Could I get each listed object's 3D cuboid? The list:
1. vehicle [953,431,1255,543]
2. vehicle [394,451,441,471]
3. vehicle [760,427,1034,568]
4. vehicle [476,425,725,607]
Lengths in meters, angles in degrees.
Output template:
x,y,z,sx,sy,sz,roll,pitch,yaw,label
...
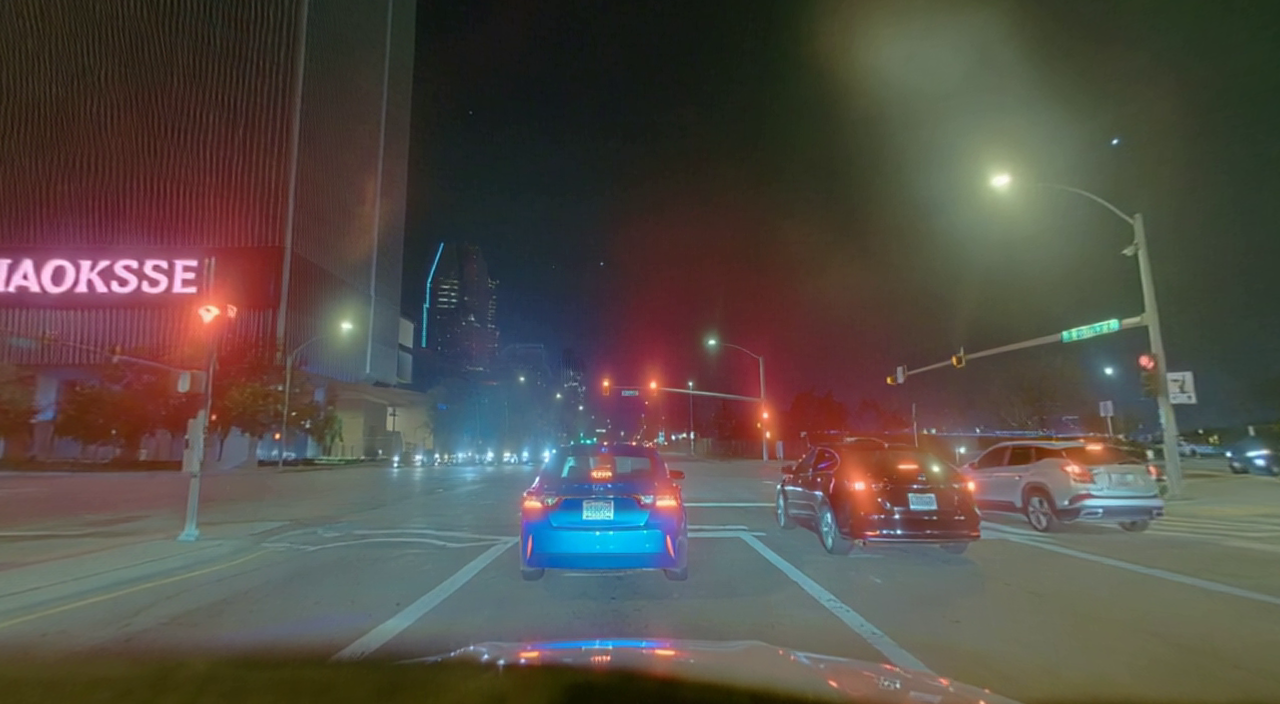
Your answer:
x,y,z,sx,sy,sz,roll,pitch,yaw,label
7.434,2.167,10.796,1.908,1.517,4.182,0,-8,-1,vehicle
-17.139,8.383,48.688,2.048,1.463,4.530,0,-8,-1,vehicle
3.206,1.890,8.977,2.042,1.508,4.109,0,-8,-2,vehicle
-0.376,1.655,7.294,2.059,1.477,3.988,0,-8,-1,vehicle
